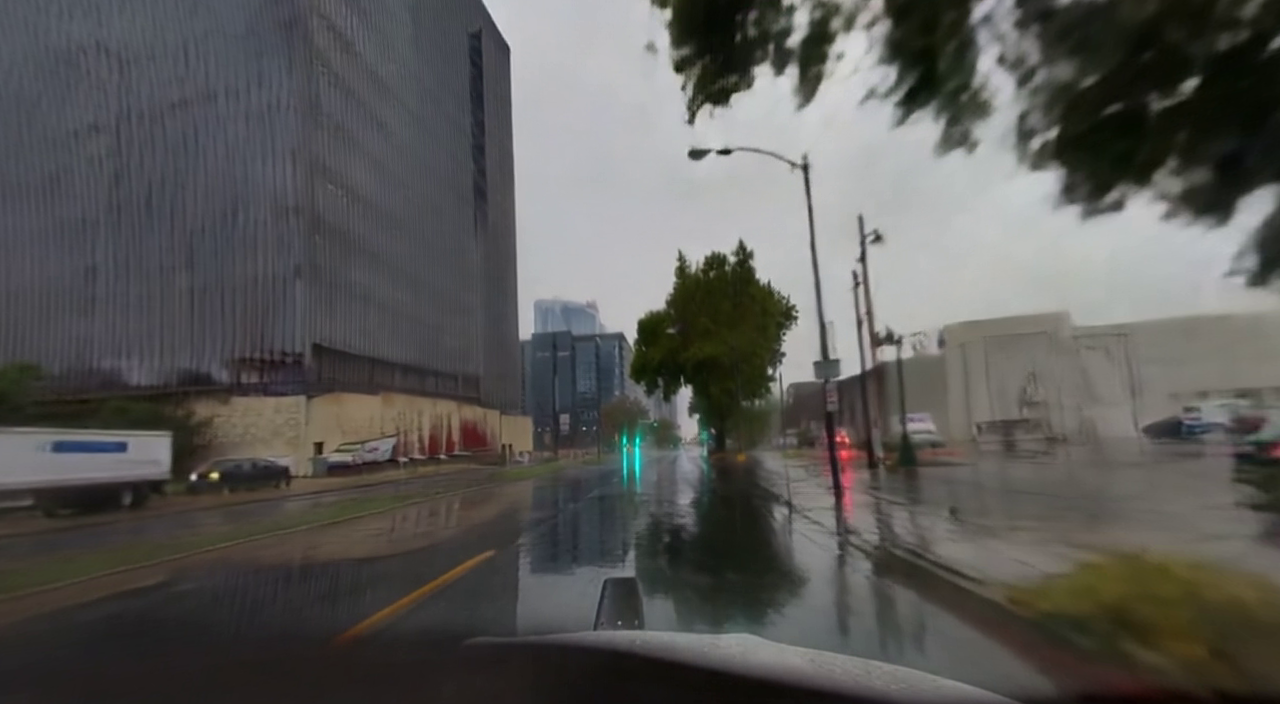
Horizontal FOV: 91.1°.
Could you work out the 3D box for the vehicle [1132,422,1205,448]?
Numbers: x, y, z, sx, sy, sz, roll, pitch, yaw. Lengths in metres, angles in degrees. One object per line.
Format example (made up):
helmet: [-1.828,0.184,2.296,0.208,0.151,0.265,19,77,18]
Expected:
vehicle: [33.253,5.288,39.647,1.635,1.503,3.463,-3,-9,3]

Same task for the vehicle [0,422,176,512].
vehicle: [-19.814,3.776,20.808,2.166,2.698,7.006,-6,-9,20]
